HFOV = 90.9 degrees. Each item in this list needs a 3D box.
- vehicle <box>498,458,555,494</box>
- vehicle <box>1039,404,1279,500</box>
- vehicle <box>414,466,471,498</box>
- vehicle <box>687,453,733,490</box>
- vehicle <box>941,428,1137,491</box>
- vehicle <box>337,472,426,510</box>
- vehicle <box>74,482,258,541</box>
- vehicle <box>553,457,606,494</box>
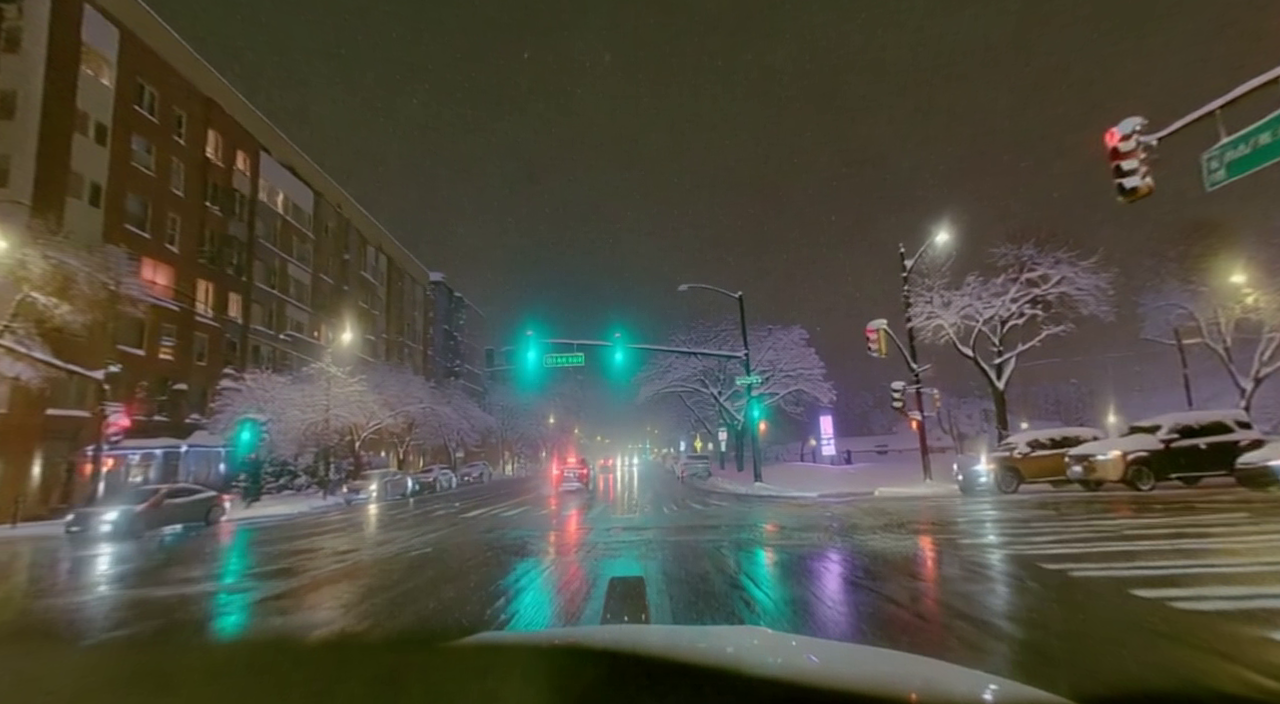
[{"bbox_3d":[-5.588,6.141,31.529,1.942,1.559,4.298,0,-8,2],"label":"vehicle"},{"bbox_3d":[12.812,2.323,14.981,5.004,1.771,2.159,-5,-8,2],"label":"vehicle"},{"bbox_3d":[-11.697,7.712,37.613,1.933,1.628,3.973,-1,-8,3],"label":"vehicle"},{"bbox_3d":[3.631,6.292,33.574,1.924,1.765,3.954,0,-8,-1],"label":"vehicle"},{"bbox_3d":[11.340,3.089,18.185,4.288,1.689,1.909,0,-8,2],"label":"vehicle"},{"bbox_3d":[-12.108,6.529,29.931,1.934,1.434,4.636,-1,-8,5],"label":"vehicle"},{"bbox_3d":[-15.927,5.322,21.524,1.999,1.466,4.535,-4,-9,22],"label":"vehicle"},{"bbox_3d":[-2.718,5.649,29.167,1.973,1.496,3.713,0,-8,2],"label":"vehicle"}]
